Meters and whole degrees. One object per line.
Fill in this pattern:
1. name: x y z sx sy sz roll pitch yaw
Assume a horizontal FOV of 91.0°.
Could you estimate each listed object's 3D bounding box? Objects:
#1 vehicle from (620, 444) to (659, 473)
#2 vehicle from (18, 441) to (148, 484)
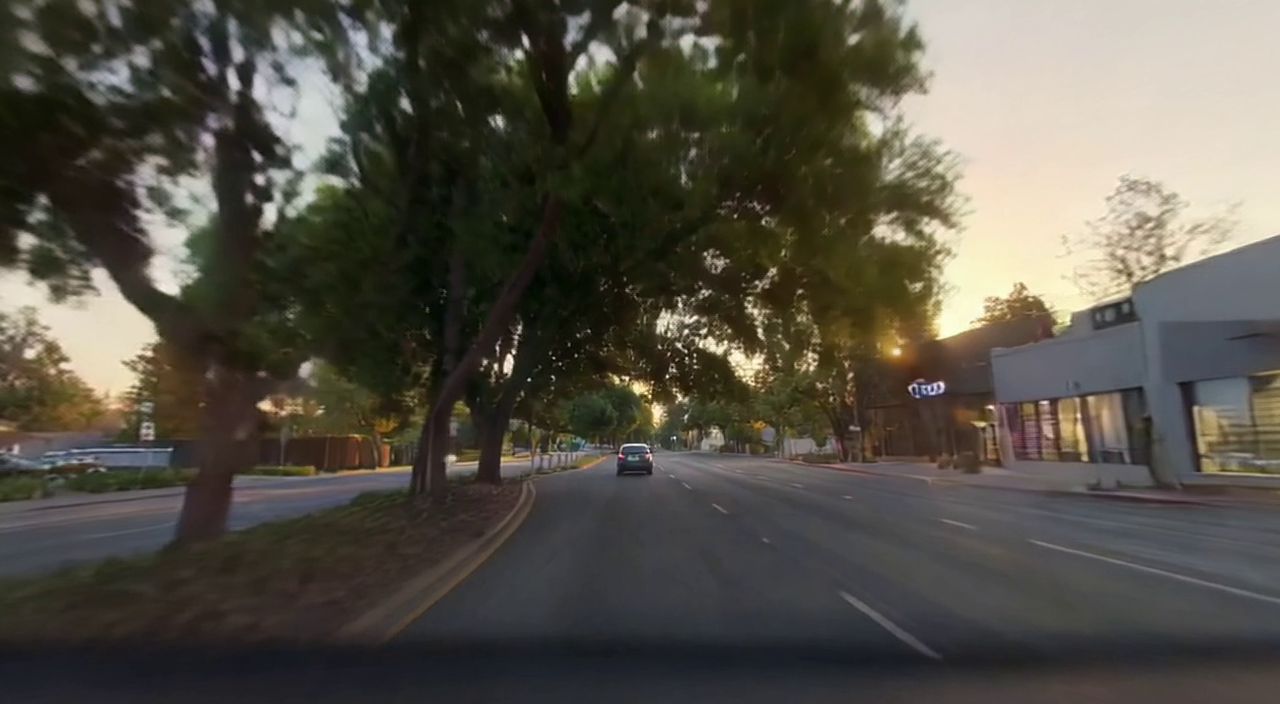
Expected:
1. vehicle: -0.073 5.746 34.062 1.998 1.452 3.773 0 -9 -2
2. vehicle: -28.145 5.571 32.091 2.191 1.947 5.156 1 -9 -5
